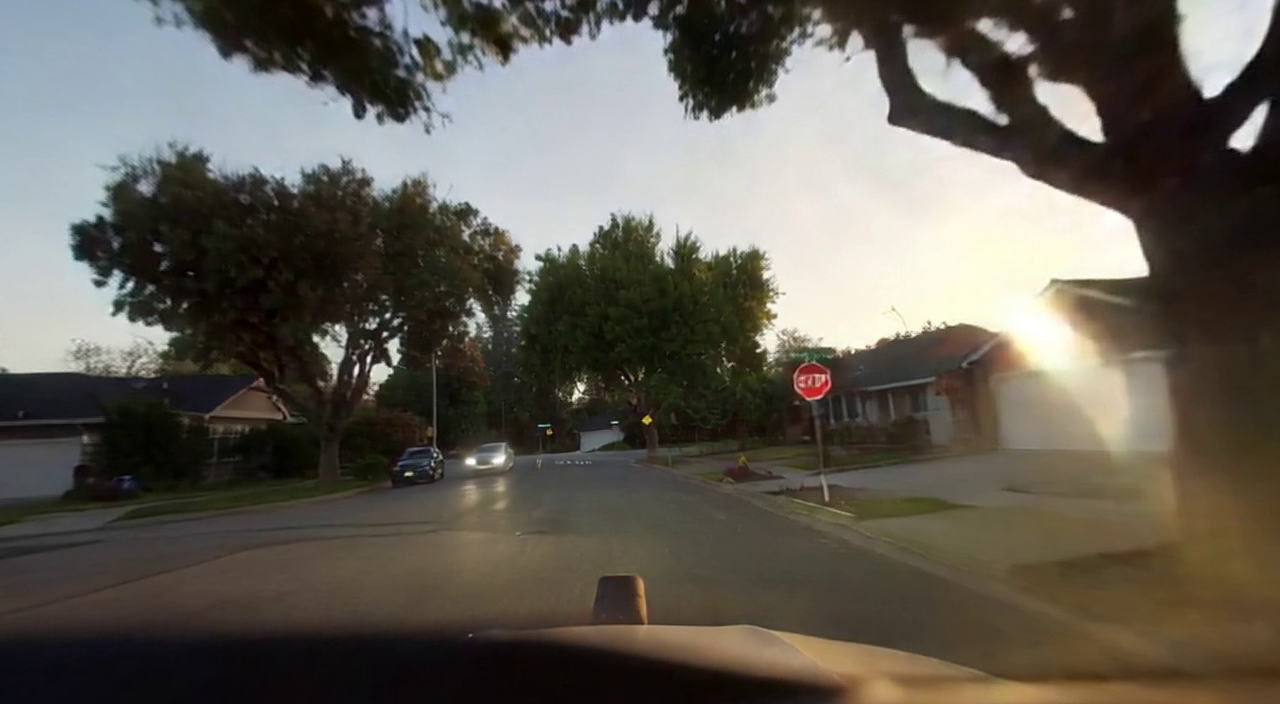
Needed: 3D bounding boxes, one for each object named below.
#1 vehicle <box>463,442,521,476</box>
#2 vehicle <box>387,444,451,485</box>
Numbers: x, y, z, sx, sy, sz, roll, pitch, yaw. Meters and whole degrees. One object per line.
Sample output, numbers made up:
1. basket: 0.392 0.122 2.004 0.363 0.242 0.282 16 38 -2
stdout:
1. vehicle: -7.131 5.179 30.877 2.146 1.506 4.885 1 -9 -6
2. vehicle: -9.801 4.962 28.350 1.994 1.656 4.334 1 -9 -10
